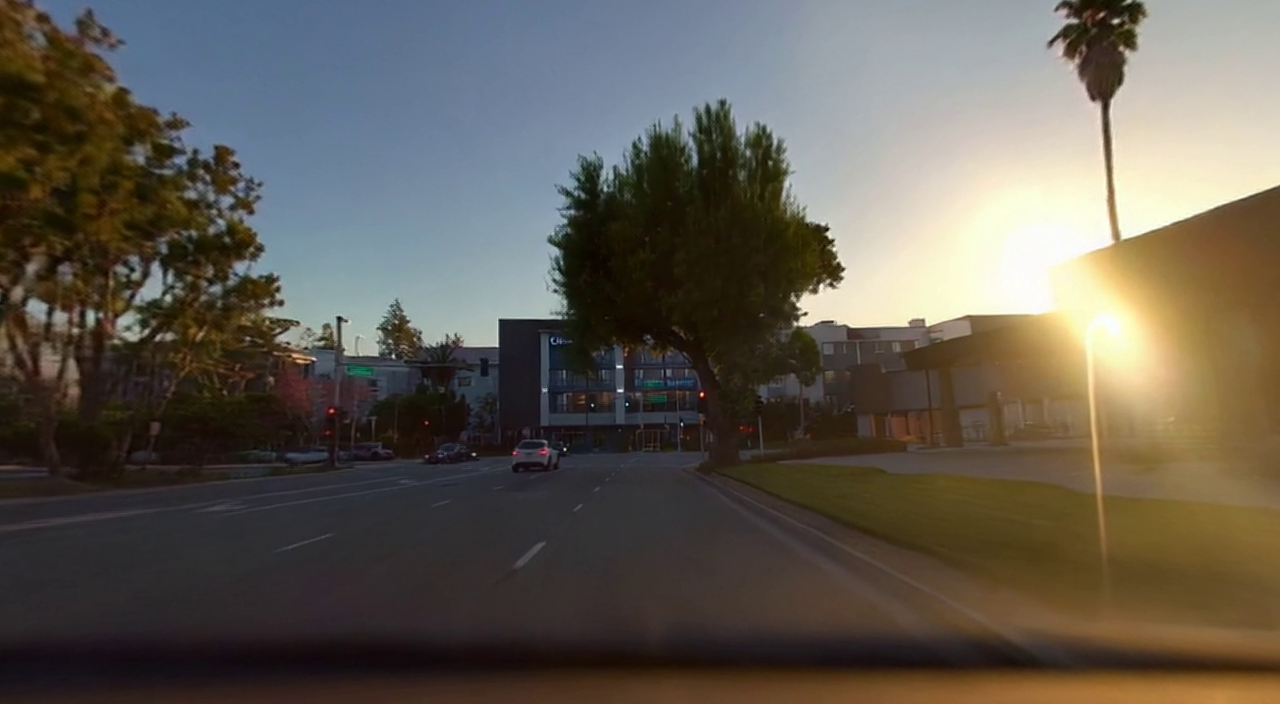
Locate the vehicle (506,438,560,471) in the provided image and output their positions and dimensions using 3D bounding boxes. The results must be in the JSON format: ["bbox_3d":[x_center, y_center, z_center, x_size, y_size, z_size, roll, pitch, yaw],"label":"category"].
[{"bbox_3d":[-6.022,5.857,35.974,2.121,1.731,4.707,0,-8,1],"label":"vehicle"}]
